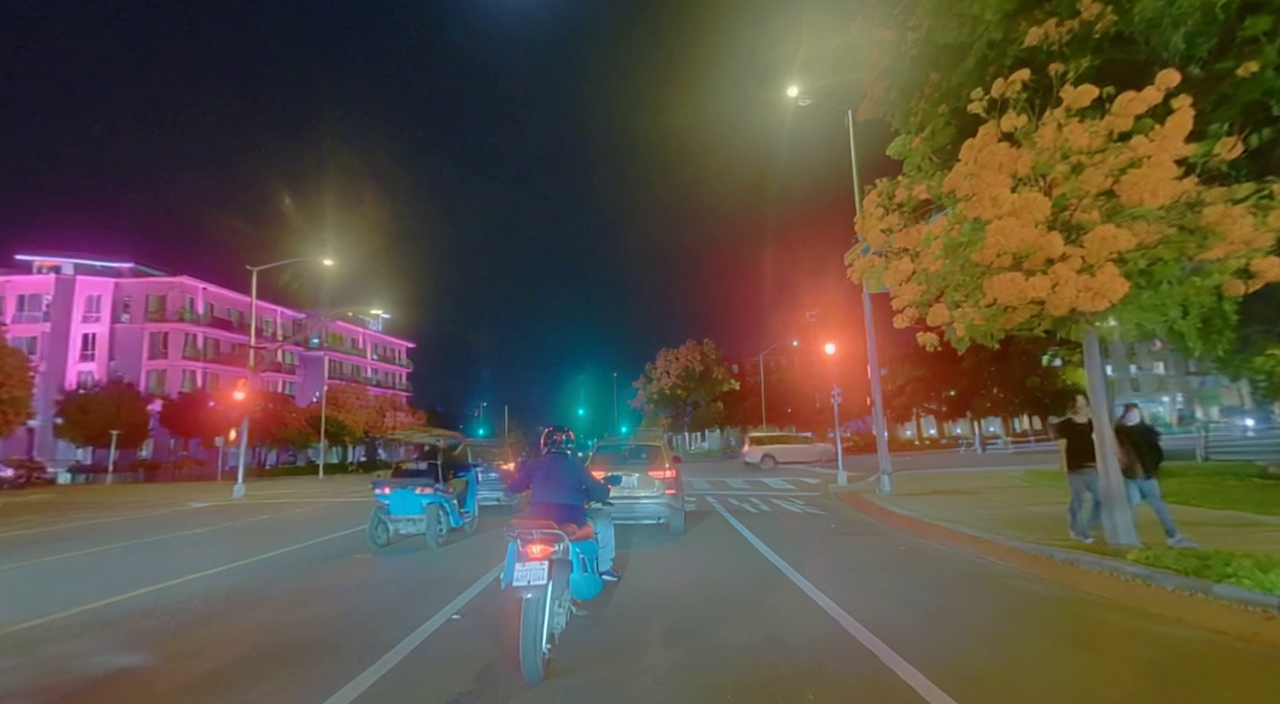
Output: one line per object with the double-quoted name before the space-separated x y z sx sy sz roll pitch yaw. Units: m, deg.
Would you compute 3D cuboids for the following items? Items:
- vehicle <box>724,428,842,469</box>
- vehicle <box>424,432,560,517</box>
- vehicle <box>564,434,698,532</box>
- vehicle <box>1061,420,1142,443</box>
"vehicle" 6.746 4.585 29.906 5.226 1.840 2.016 -3 -9 15
"vehicle" -3.142 2.696 14.341 1.935 1.615 4.073 -1 -9 2
"vehicle" -0.098 2.298 11.619 2.025 1.458 4.085 -1 -9 1
"vehicle" 30.805 5.343 42.143 1.751 1.420 4.027 8 -12 -43
